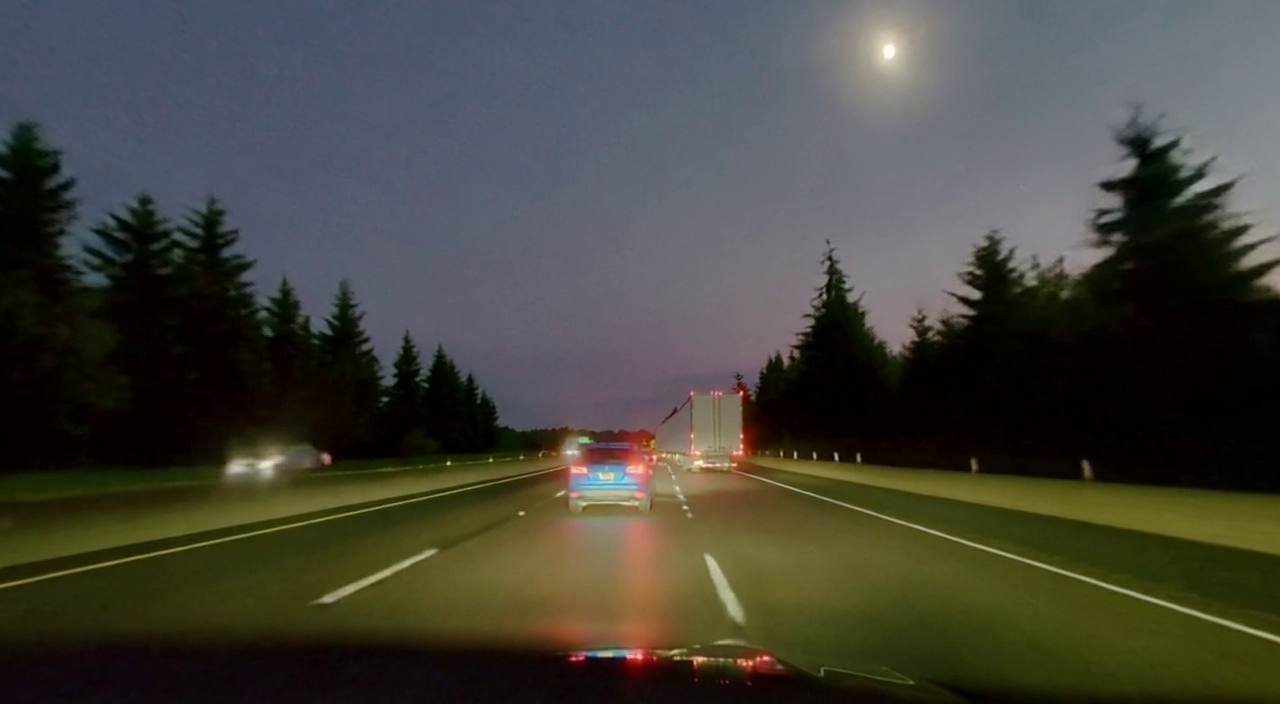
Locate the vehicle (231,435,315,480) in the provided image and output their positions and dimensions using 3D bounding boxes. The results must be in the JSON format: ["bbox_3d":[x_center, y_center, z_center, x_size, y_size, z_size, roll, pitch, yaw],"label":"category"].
[{"bbox_3d":[-19.333,5.556,33.392,2.010,2.199,3.623,-1,-9,4],"label":"vehicle"}]

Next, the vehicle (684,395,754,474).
[{"bbox_3d":[4.499,5.271,39.052,2.960,4.018,13.834,0,-9,2],"label":"vehicle"}]

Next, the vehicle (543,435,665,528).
[{"bbox_3d":[-0.509,2.527,12.855,2.039,1.532,4.610,0,-9,2],"label":"vehicle"}]

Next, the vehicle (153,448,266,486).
[{"bbox_3d":[-19.524,5.217,28.849,1.828,1.568,4.418,0,-9,3],"label":"vehicle"}]
